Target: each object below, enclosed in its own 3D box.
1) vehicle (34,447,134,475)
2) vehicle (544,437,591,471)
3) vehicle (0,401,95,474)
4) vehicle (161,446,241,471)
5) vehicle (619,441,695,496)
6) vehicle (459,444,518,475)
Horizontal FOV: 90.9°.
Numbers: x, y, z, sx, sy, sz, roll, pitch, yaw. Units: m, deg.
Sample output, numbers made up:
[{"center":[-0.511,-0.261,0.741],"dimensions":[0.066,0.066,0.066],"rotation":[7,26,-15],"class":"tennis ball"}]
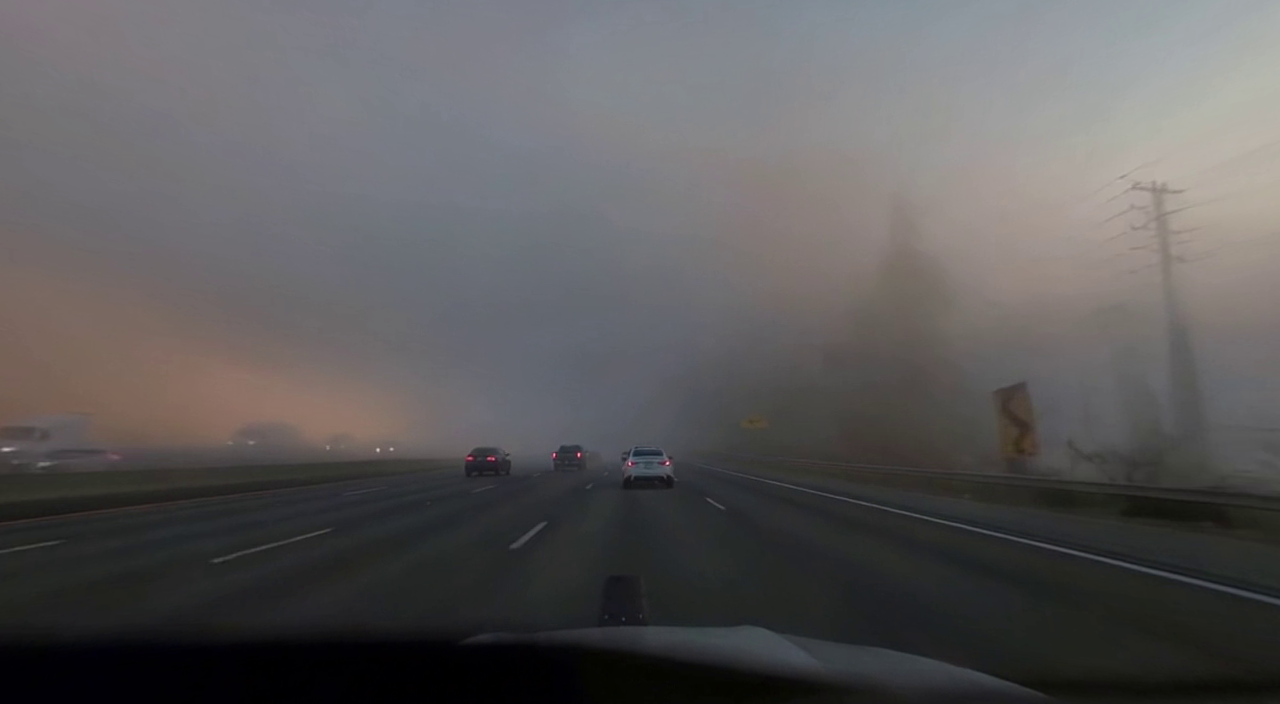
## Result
[{"center":[-31.510,6.164,35.915],"dimensions":[1.776,1.441,4.483],"rotation":[1,-8,-3],"class":"vehicle"},{"center":[-4.085,5.855,36.376],"dimensions":[2.289,1.777,4.534],"rotation":[0,-8,-2],"class":"vehicle"},{"center":[-35.599,4.989,36.736],"dimensions":[2.937,3.891,5.144],"rotation":[1,-8,-3],"class":"vehicle"},{"center":[-28.083,6.771,40.535],"dimensions":[1.884,1.493,4.905],"rotation":[1,-8,-4],"class":"vehicle"},{"center":[0.413,3.529,19.525],"dimensions":[2.082,1.482,4.126],"rotation":[0,-8,-2],"class":"vehicle"},{"center":[-7.714,5.501,32.618],"dimensions":[1.974,1.464,4.733],"rotation":[0,-8,-1],"class":"vehicle"}]
